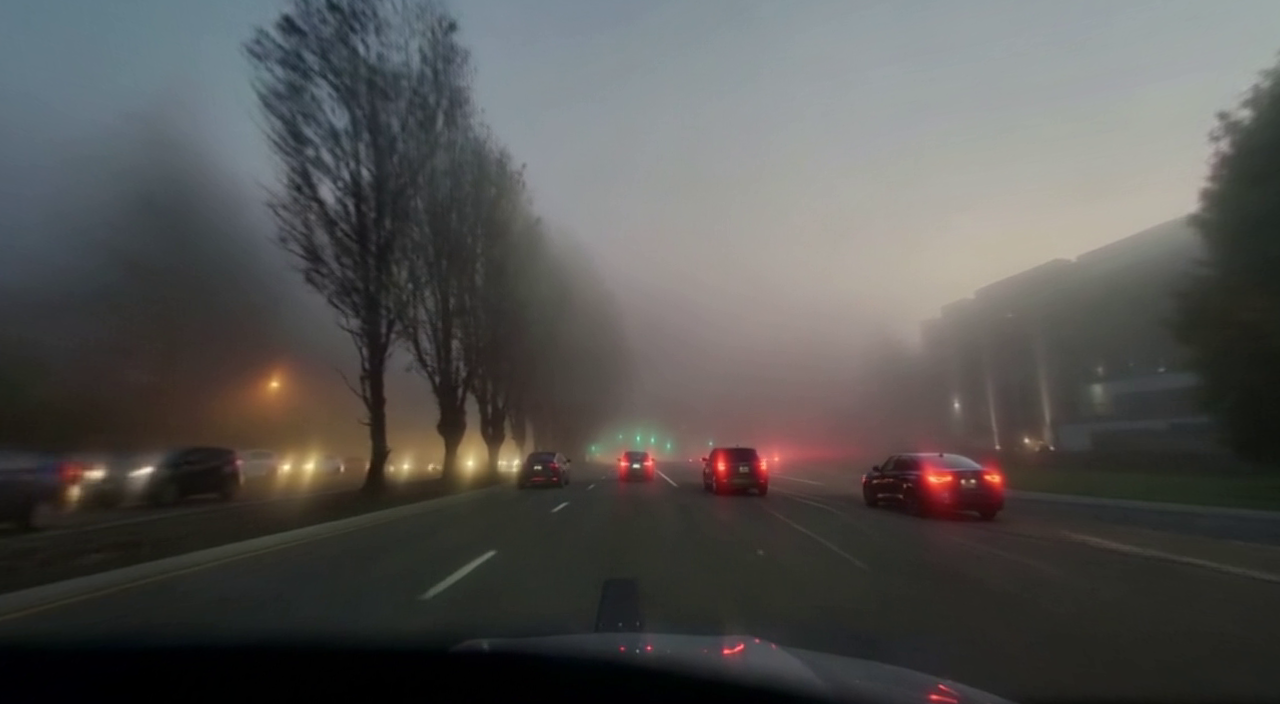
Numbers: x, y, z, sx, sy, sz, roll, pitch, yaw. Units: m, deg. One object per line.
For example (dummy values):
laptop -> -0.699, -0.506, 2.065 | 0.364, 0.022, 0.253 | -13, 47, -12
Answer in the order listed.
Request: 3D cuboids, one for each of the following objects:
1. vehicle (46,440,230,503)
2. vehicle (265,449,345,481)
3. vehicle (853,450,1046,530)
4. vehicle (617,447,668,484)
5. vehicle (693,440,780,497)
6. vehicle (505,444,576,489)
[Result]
vehicle -> -15.503, 3.687, 19.966 | 1.915, 1.718, 4.766 | 0, -8, -1
vehicle -> -19.064, 6.434, 36.261 | 2.186, 1.676, 4.444 | -1, -8, -1
vehicle -> 6.456, 2.883, 13.850 | 1.945, 1.408, 4.288 | 0, -8, -2
vehicle -> 0.060, 5.140, 28.949 | 2.155, 1.486, 4.403 | 0, -8, -1
vehicle -> 3.138, 3.877, 21.463 | 2.161, 1.716, 4.194 | 0, -8, -2
vehicle -> -3.943, 4.593, 25.749 | 2.172, 1.671, 4.175 | 0, -8, 0
